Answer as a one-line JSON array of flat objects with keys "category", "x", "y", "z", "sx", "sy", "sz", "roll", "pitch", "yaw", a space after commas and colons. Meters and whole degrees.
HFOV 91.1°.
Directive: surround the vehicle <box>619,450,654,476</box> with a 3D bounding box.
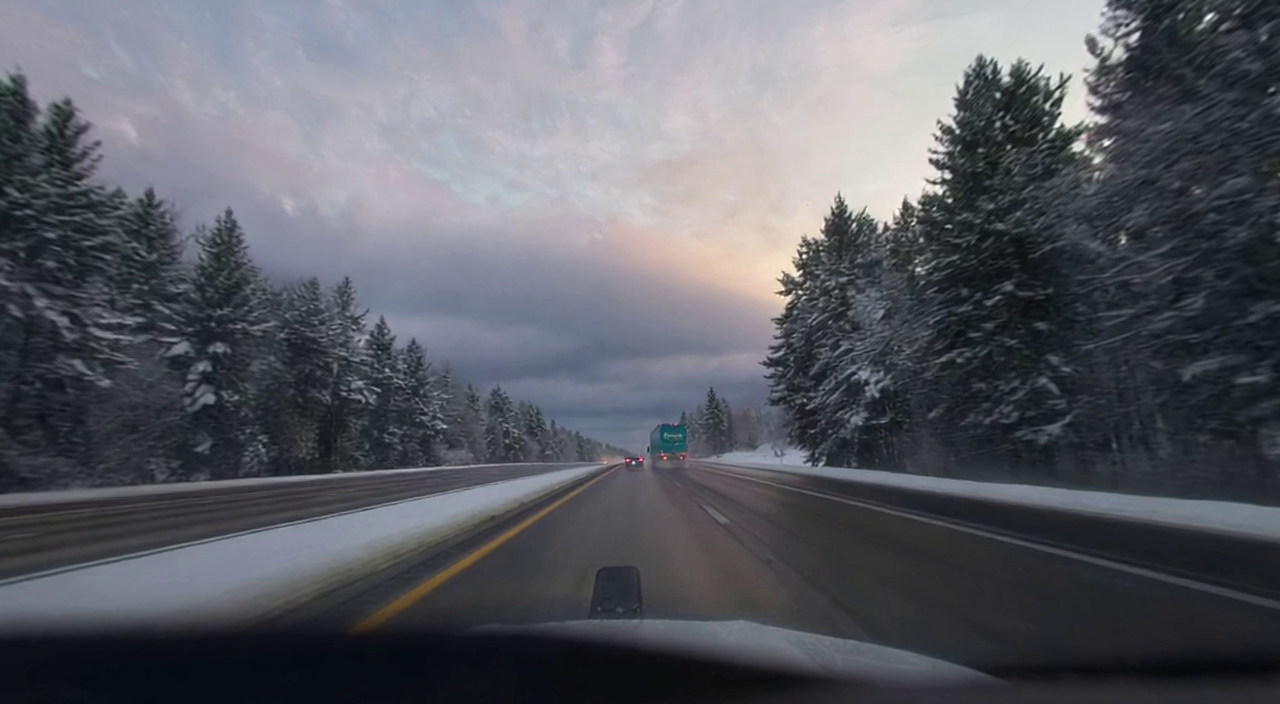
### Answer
[{"category": "vehicle", "x": -0.215, "y": 7.030, "z": 39.934, "sx": 2.057, "sy": 1.528, "sz": 3.958, "roll": -1, "pitch": -9, "yaw": 0}]
